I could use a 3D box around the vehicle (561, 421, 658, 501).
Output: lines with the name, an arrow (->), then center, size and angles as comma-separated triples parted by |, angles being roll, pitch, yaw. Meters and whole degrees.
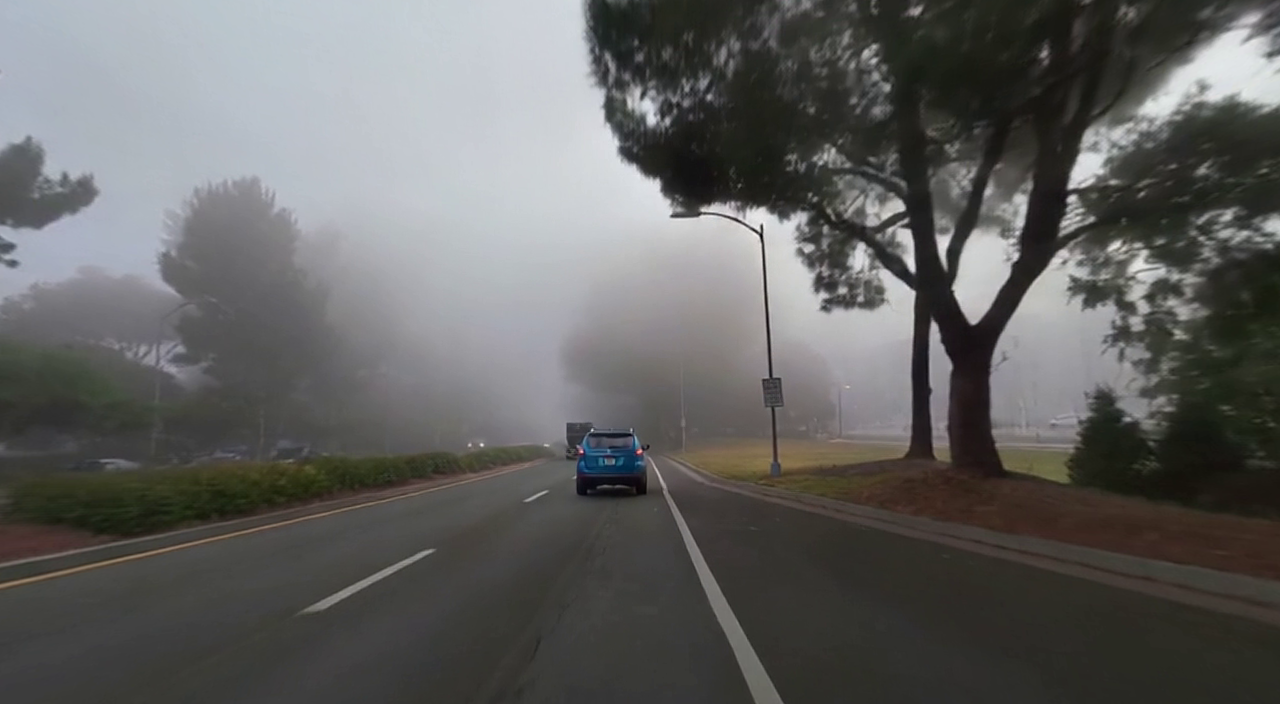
vehicle -> -0.680, 2.723, 16.178 | 2.131, 1.761, 4.242 | 0, -8, 0
